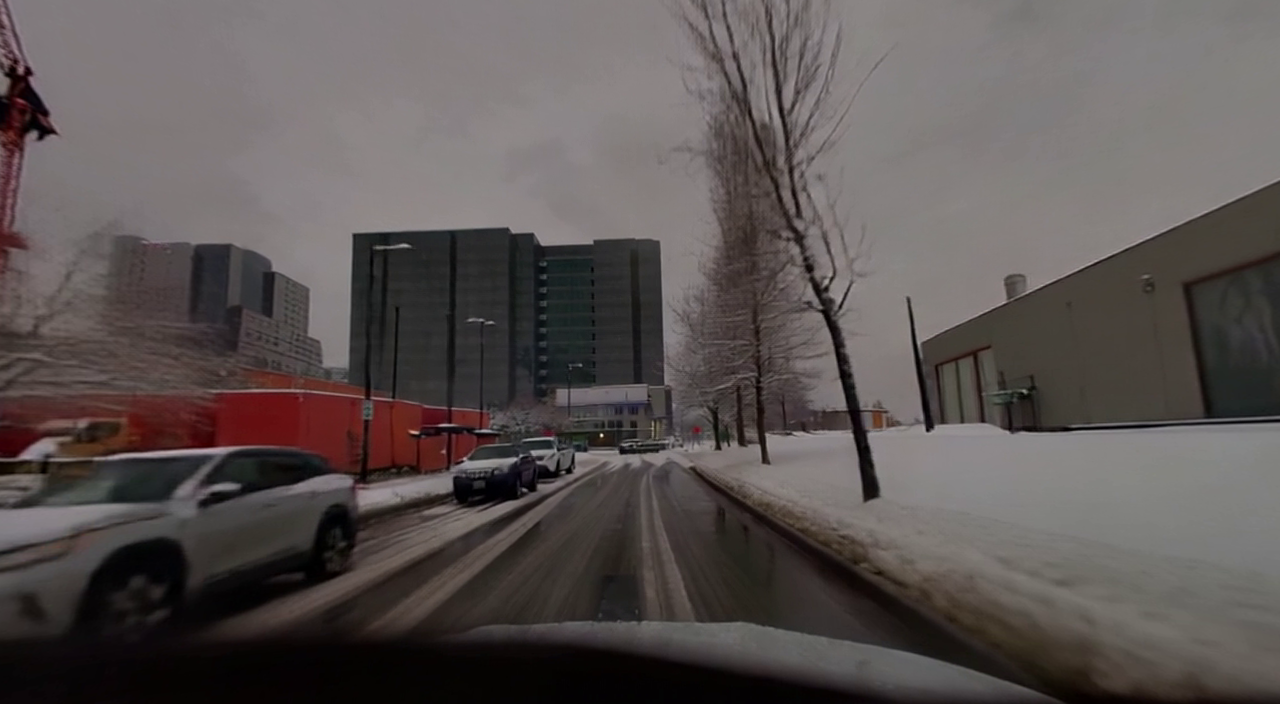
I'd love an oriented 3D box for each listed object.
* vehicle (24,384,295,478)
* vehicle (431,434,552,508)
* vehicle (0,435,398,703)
[{"bbox_3d":[-13.505,2.290,17.971,6.039,2.449,2.273,-1,-8,6],"label":"vehicle"},{"bbox_3d":[-3.627,2.954,16.213,1.980,1.635,4.153,-1,-8,2],"label":"vehicle"},{"bbox_3d":[-3.941,1.471,5.404,1.948,1.460,4.394,-1,-8,1],"label":"vehicle"}]
